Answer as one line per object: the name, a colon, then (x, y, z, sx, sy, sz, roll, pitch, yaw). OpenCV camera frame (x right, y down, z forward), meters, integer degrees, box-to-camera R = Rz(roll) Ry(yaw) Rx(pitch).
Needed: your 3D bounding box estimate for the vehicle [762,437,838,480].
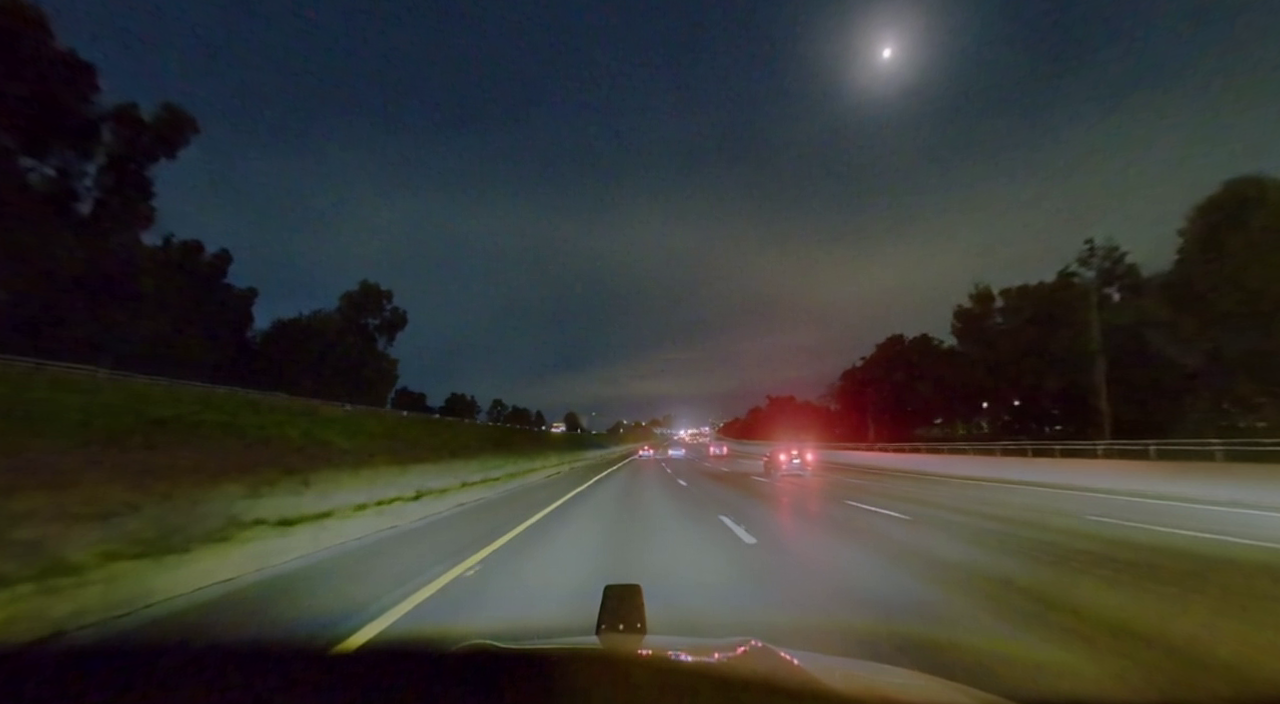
vehicle: (6.948, 4.666, 27.806, 2.048, 1.697, 4.689, 0, -8, -1)
